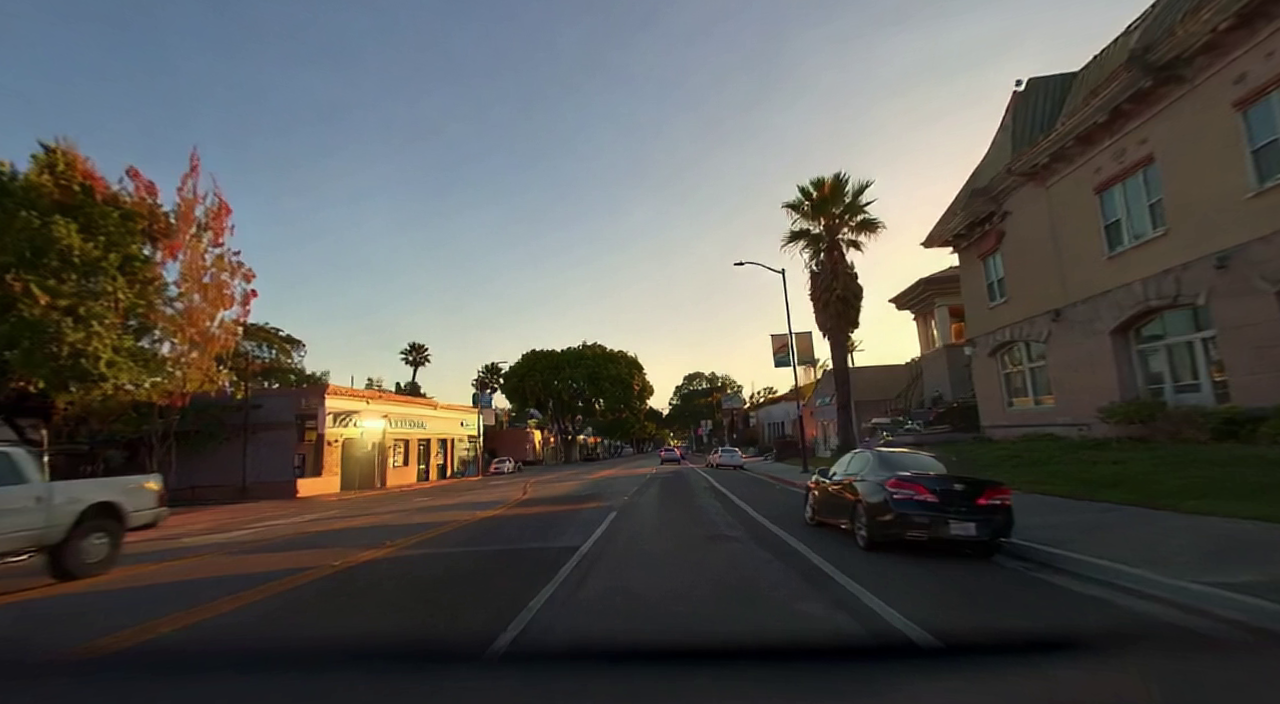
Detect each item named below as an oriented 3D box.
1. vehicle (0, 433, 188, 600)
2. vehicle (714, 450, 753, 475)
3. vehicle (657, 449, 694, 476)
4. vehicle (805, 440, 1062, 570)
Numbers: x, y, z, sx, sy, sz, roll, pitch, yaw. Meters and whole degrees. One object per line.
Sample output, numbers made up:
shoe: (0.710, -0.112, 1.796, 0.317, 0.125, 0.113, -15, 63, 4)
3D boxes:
vehicle: (-8.375, 1.925, 7.617, 2.356, 1.842, 5.364, 1, -9, -7)
vehicle: (5.893, 7.019, 40.339, 1.834, 1.504, 4.331, 0, -9, 0)
vehicle: (2.092, 6.542, 37.766, 2.067, 1.477, 4.653, 0, -9, 3)
vehicle: (4.156, 2.198, 10.021, 2.025, 1.538, 4.707, -1, -9, 3)
